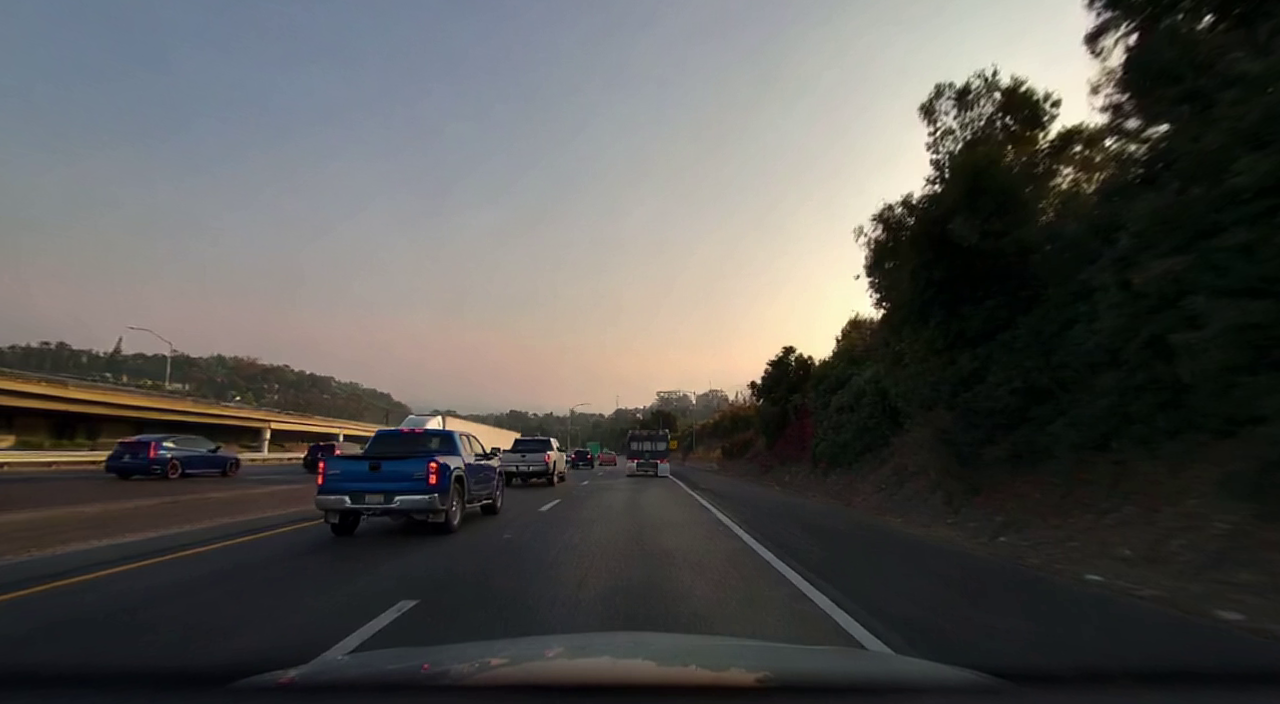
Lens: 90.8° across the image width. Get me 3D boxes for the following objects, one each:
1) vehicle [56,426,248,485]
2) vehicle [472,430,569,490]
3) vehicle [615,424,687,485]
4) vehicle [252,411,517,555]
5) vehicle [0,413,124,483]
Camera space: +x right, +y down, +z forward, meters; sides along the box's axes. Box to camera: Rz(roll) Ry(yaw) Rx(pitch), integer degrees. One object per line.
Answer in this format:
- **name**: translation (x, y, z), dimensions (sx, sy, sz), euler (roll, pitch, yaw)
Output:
- **vehicle**: translation (-13.648, 2.929, 18.060), dimensions (1.828, 1.482, 4.204), euler (-1, -9, 6)
- **vehicle**: translation (-4.331, 4.042, 24.018), dimensions (2.575, 1.958, 5.730), euler (0, -9, 0)
- **vehicle**: translation (0.380, 4.744, 29.563), dimensions (2.886, 2.471, 7.692), euler (0, -9, -1)
- **vehicle**: translation (-3.797, 2.073, 10.746), dimensions (2.303, 1.835, 5.044), euler (0, -9, 1)
- **vehicle**: translation (-16.702, 2.516, 16.542), dimensions (2.030, 1.688, 4.755), euler (-1, -9, 7)
